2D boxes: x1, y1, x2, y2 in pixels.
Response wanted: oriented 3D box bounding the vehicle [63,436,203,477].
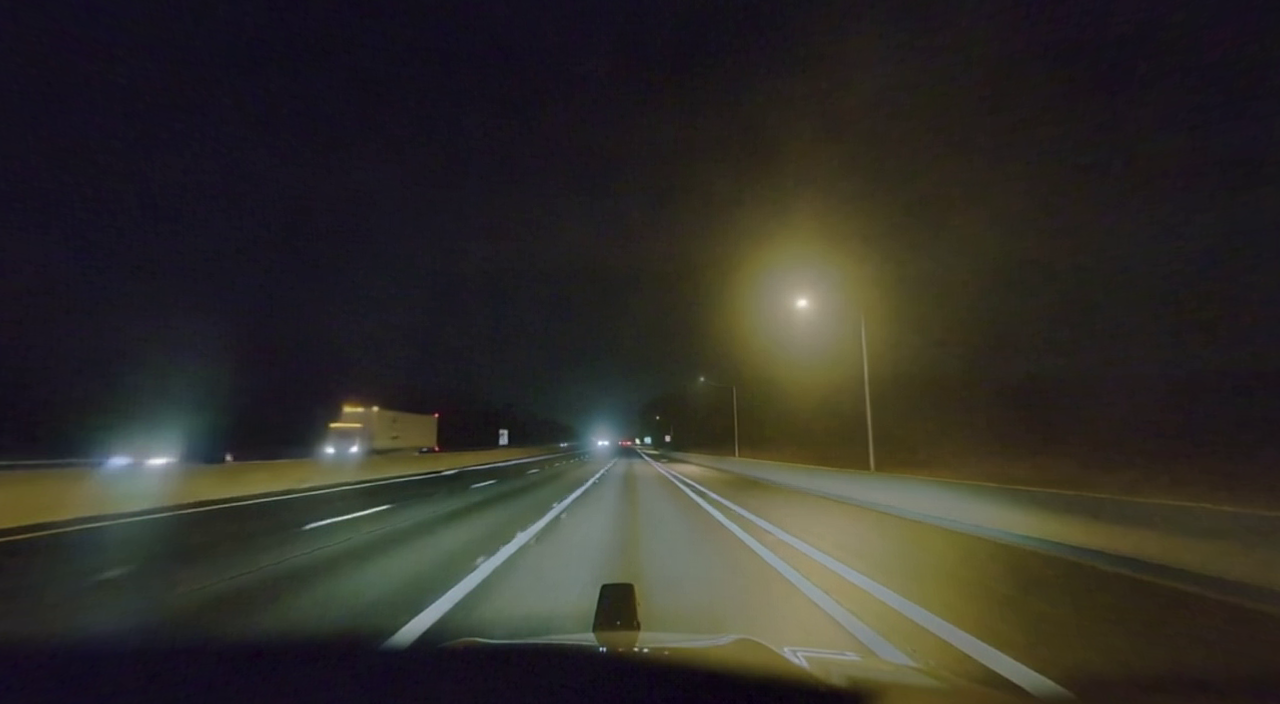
[{"bbox_3d":[-21.180,4.366,26.475,2.086,1.558,4.458,0,-8,1],"label":"vehicle"}]
